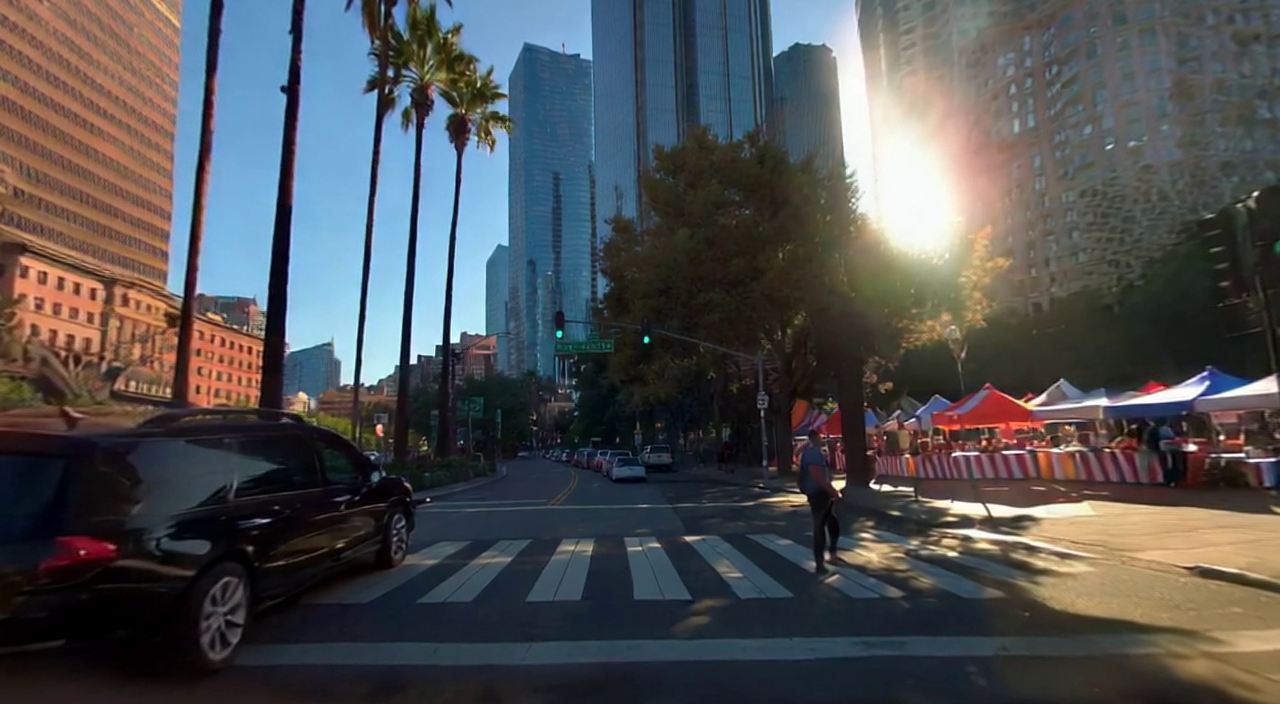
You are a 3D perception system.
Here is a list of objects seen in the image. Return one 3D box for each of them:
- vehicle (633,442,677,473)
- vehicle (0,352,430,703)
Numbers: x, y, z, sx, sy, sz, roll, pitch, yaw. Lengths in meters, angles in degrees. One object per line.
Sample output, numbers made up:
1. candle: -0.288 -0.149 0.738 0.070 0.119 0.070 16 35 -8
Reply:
1. vehicle: 1.001 7.644 45.945 2.322 2.071 5.366 1 -9 -9
2. vehicle: -3.298 1.175 4.565 1.948 1.674 4.668 0 -9 0
